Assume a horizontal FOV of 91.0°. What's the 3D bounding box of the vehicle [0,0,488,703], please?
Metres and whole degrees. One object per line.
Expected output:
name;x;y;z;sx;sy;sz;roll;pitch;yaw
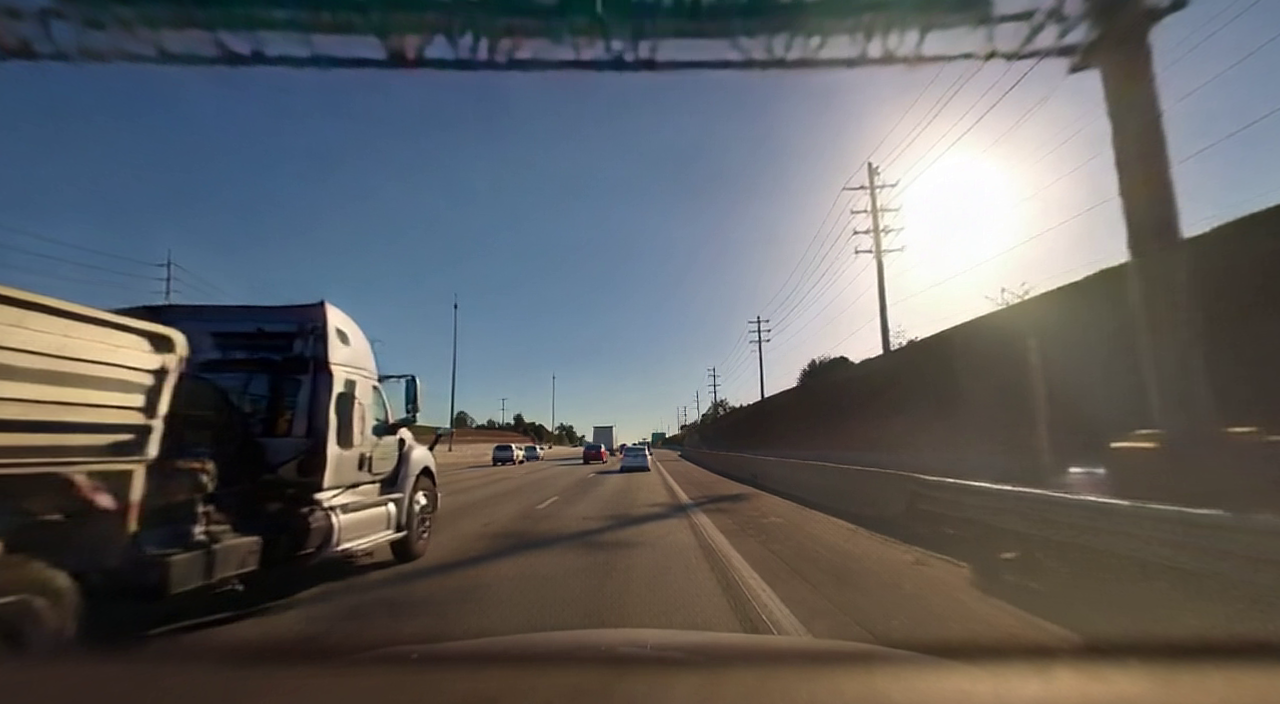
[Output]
vehicle;-3.570;0.299;3.495;3.023;3.246;9.102;0;-8;1

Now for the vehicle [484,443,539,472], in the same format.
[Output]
vehicle;-7.095;5.852;35.185;2.025;1.510;4.582;0;-8;1

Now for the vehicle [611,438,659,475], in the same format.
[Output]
vehicle;-0.212;5.032;30.481;2.178;1.640;4.071;0;-9;0
